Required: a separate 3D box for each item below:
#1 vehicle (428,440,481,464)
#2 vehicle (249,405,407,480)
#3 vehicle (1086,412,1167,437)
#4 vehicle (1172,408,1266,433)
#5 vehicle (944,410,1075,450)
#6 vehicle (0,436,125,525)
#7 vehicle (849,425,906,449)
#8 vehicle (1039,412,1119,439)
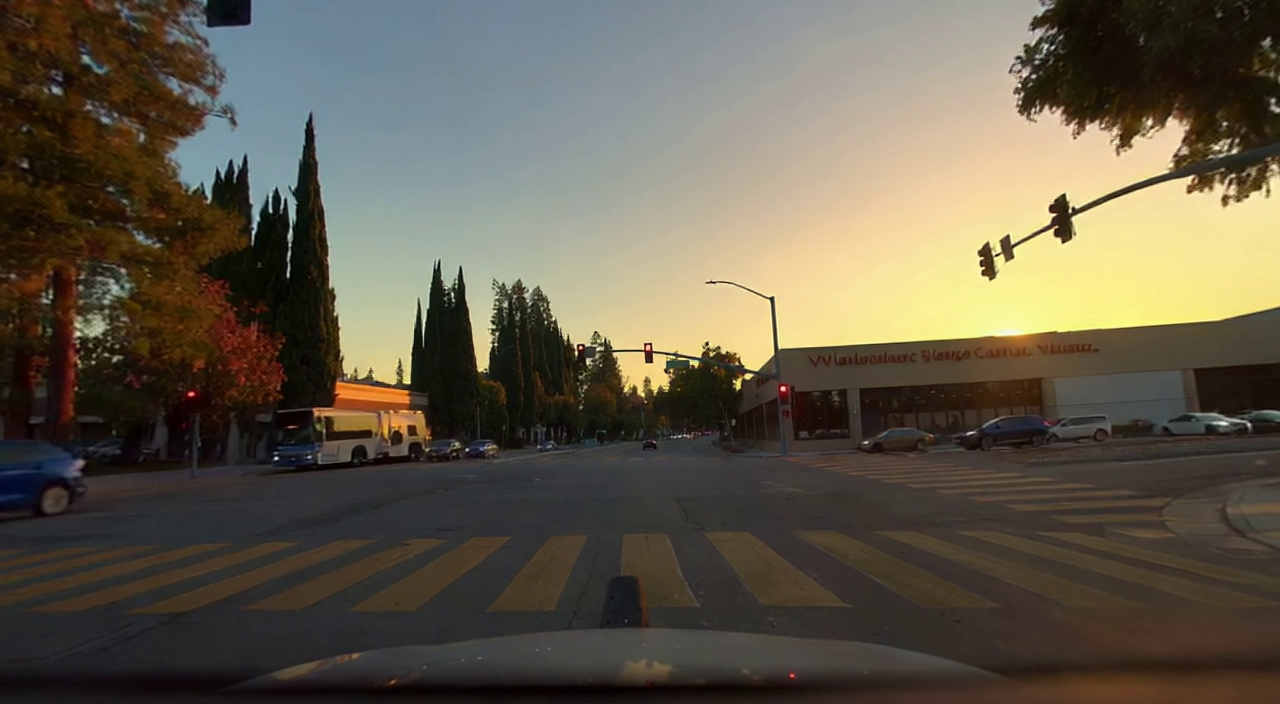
[{"bbox_3d":[-12.077,6.539,41.367,1.996,1.482,4.772,0,-8,0],"label":"vehicle"},{"bbox_3d":[-16.596,5.050,34.967,3.161,3.455,11.058,0,-8,0],"label":"vehicle"},{"bbox_3d":[31.375,4.727,40.800,1.823,1.480,4.003,0,-8,-3],"label":"vehicle"},{"bbox_3d":[38.351,4.606,41.919,1.715,1.480,4.701,0,-8,-1],"label":"vehicle"},{"bbox_3d":[16.334,3.490,28.043,4.566,1.670,2.000,0,-8,-3],"label":"vehicle"},{"bbox_3d":[-11.757,2.196,10.793,1.996,1.489,4.566,0,-8,0],"label":"vehicle"},{"bbox_3d":[17.416,6.246,46.318,3.329,1.415,1.821,-6,-9,2],"label":"vehicle"},{"bbox_3d":[28.953,4.901,41.760,2.070,1.652,4.408,0,-8,-1],"label":"vehicle"}]
